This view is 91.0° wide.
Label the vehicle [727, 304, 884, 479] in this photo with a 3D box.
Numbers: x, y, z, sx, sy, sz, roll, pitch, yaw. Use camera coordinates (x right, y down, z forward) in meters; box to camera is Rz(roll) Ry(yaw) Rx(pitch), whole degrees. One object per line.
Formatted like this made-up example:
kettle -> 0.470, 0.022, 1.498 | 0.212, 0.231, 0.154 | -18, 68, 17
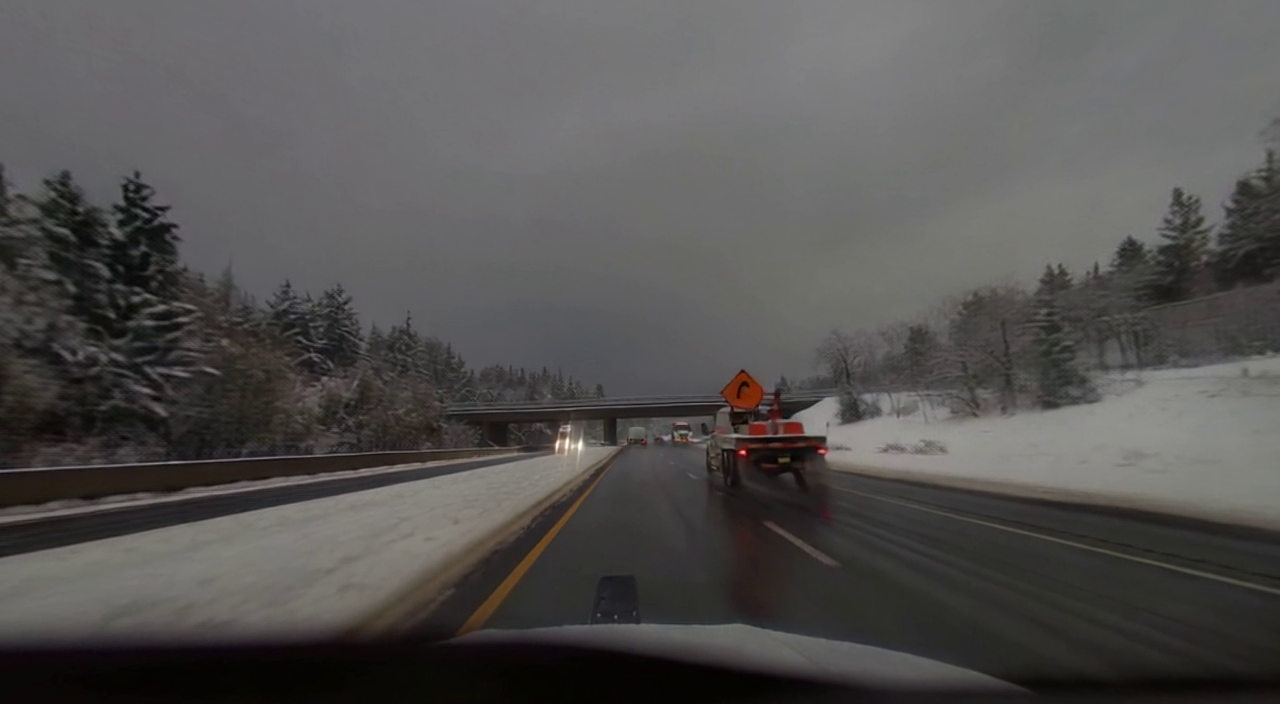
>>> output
vehicle -> 4.390, 1.336, 18.024 | 2.875, 4.206, 4.999 | -3, -9, 0
